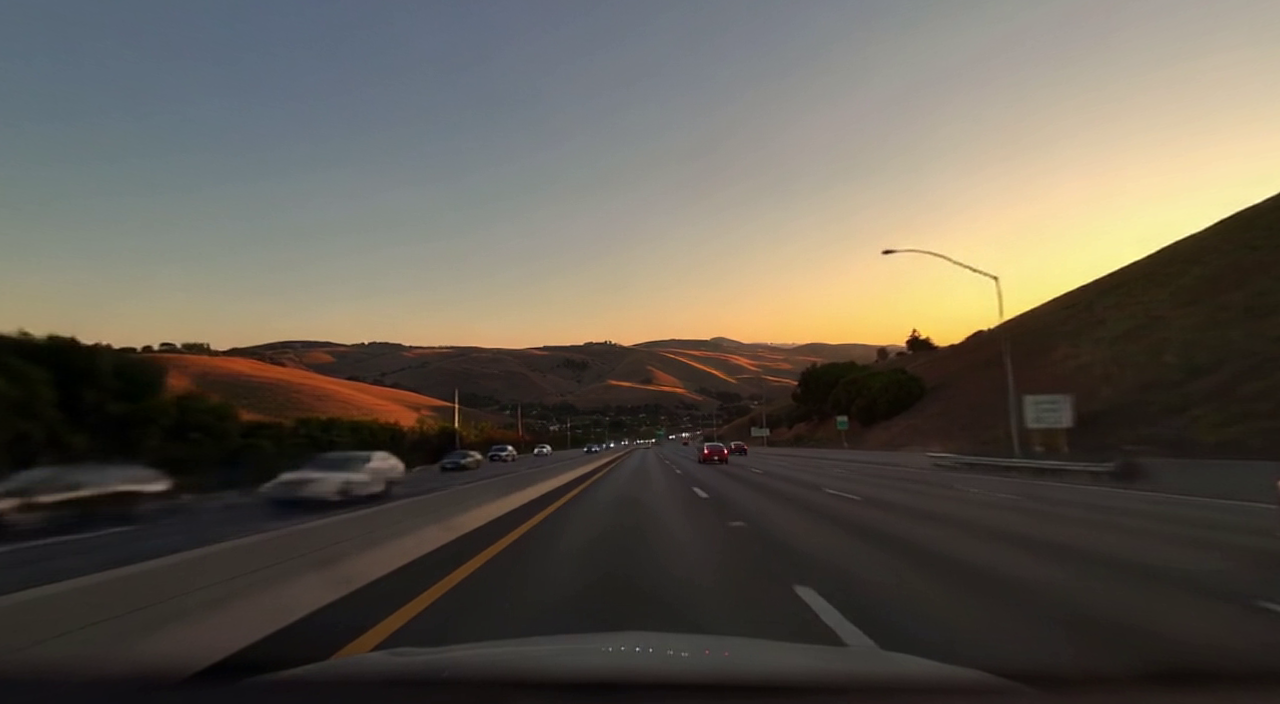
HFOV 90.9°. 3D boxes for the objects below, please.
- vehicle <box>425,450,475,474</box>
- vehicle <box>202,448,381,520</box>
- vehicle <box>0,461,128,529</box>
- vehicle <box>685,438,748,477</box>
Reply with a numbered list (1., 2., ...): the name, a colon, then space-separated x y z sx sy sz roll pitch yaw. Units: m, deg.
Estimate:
1. vehicle: -11.855 6.886 39.611 1.825 1.322 4.145 -2 -8 1
2. vehicle: -8.601 3.248 16.164 1.949 1.488 4.526 -2 -8 1
3. vehicle: -15.880 3.540 15.752 2.136 1.479 4.748 -1 -8 1
4. vehicle: 2.997 4.241 25.619 2.044 1.444 4.216 0 -8 0
